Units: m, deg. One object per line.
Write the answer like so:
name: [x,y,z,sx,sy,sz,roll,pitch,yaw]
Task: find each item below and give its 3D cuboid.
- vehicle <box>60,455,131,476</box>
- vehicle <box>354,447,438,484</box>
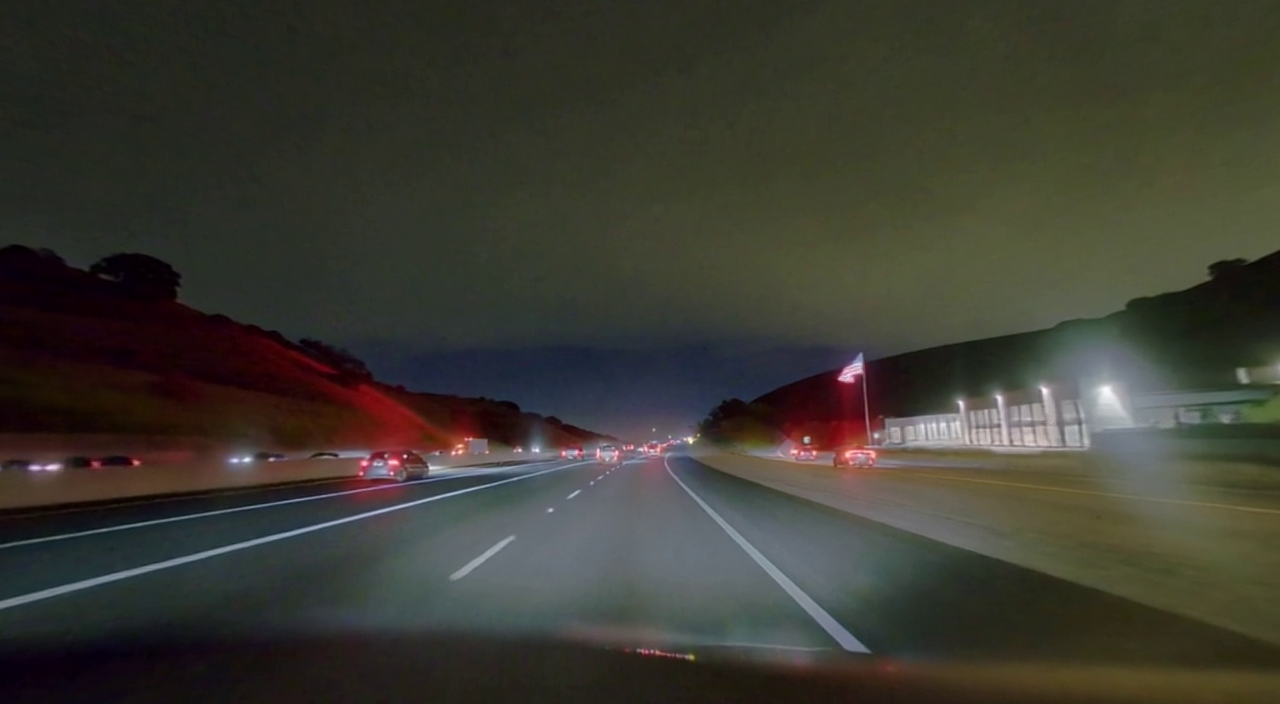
vehicle: [-41.825,8.694,48.540,1.707,1.443,4.149,-1,-8,1]
vehicle: [-10.899,5.079,28.555,1.927,1.454,4.395,-1,-8,2]
